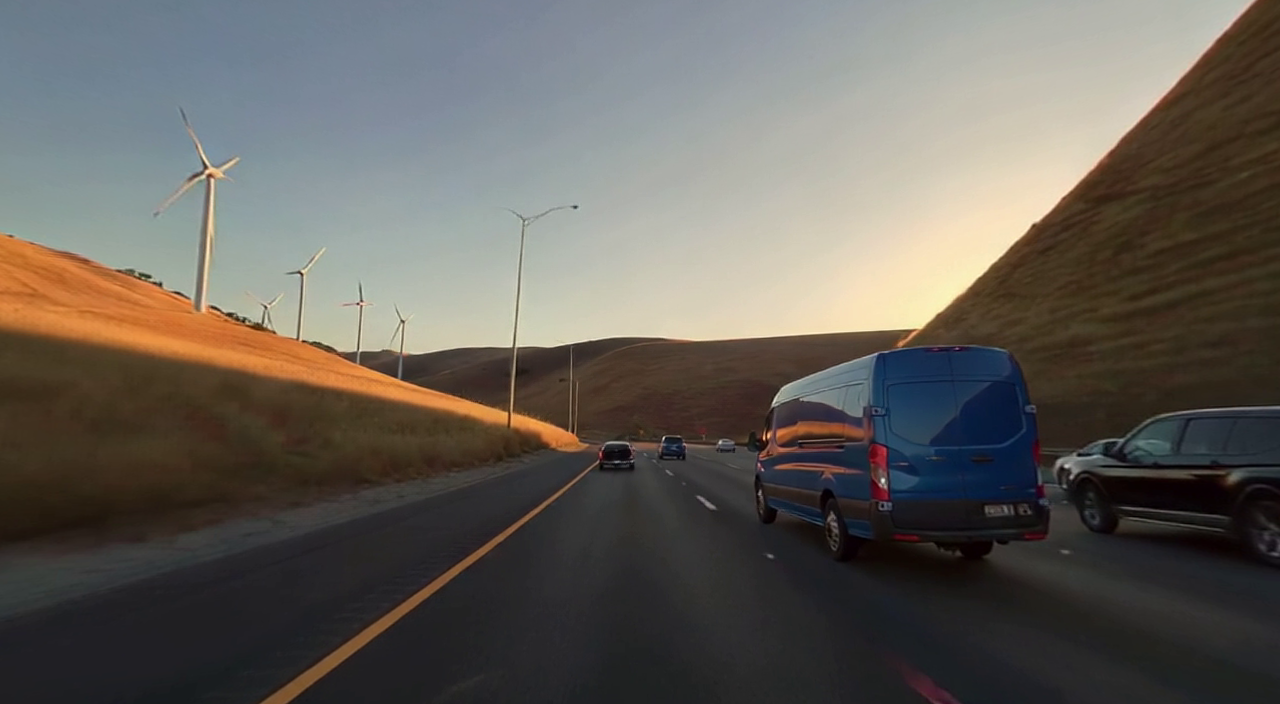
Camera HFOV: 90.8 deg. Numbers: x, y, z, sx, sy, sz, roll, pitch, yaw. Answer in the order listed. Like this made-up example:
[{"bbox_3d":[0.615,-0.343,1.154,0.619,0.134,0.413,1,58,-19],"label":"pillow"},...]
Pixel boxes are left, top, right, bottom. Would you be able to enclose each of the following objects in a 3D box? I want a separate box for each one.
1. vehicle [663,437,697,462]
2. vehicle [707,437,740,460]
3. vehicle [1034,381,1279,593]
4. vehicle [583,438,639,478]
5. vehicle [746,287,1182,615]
[{"bbox_3d":[2.825,6.988,45.500,2.108,1.717,3.996,0,-8,-2],"label":"vehicle"},{"bbox_3d":[6.349,7.379,48.294,1.864,1.689,4.206,0,-8,-1],"label":"vehicle"},{"bbox_3d":[6.623,1.238,5.890,2.070,1.833,5.811,0,-8,-1],"label":"vehicle"},{"bbox_3d":[-1.106,4.241,25.561,2.082,1.445,3.826,0,-8,0],"label":"vehicle"},{"bbox_3d":[3.045,1.172,7.977,2.365,2.630,5.754,0,-8,0],"label":"vehicle"}]
